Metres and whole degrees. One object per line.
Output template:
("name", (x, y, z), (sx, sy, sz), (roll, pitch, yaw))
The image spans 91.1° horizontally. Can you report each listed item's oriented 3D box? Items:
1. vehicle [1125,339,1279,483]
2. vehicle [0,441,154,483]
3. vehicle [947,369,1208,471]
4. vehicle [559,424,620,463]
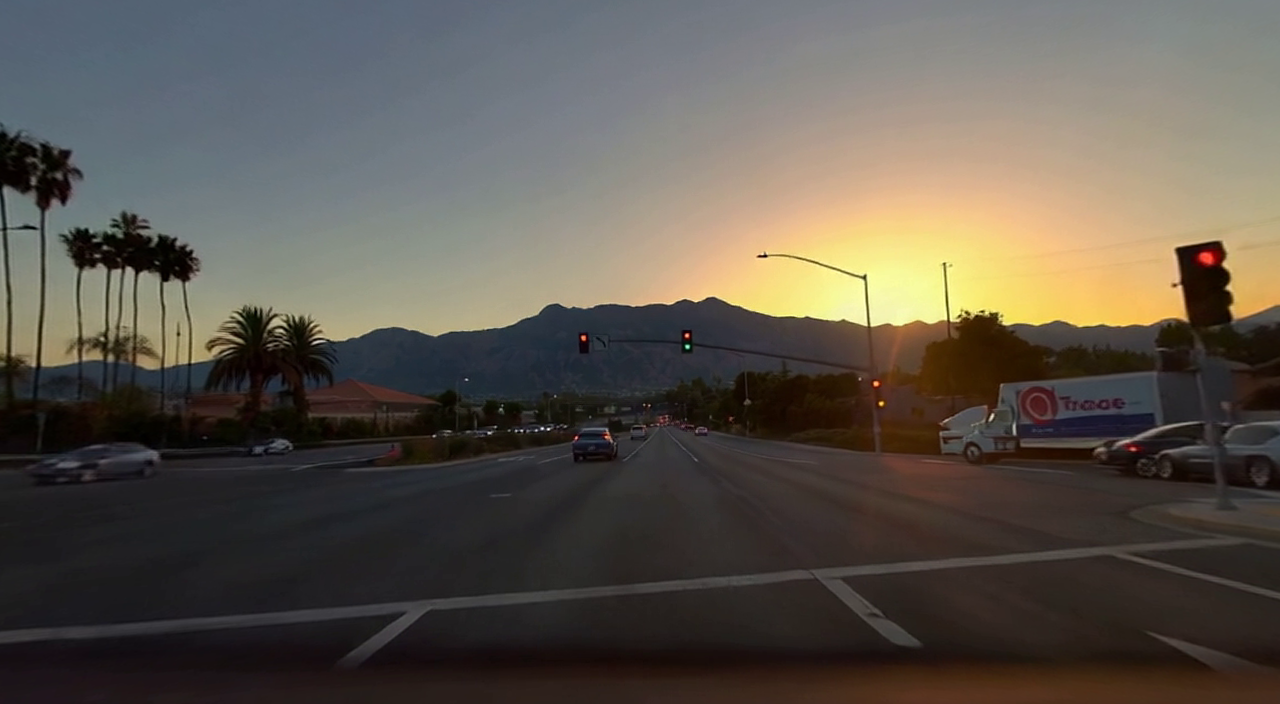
("vehicle", (18.350, 1.771, 18.341), (5.512, 3.865, 3.002), (-1, -9, 3))
("vehicle", (-23.196, 4.521, 26.111), (2.060, 1.537, 4.524), (-1, -9, 4))
("vehicle", (15.861, 2.658, 23.562), (7.088, 3.414, 3.237), (-2, -9, 14))
("vehicle", (-2.311, 4.388, 30.139), (2.287, 1.712, 4.537), (-1, -9, 3))
